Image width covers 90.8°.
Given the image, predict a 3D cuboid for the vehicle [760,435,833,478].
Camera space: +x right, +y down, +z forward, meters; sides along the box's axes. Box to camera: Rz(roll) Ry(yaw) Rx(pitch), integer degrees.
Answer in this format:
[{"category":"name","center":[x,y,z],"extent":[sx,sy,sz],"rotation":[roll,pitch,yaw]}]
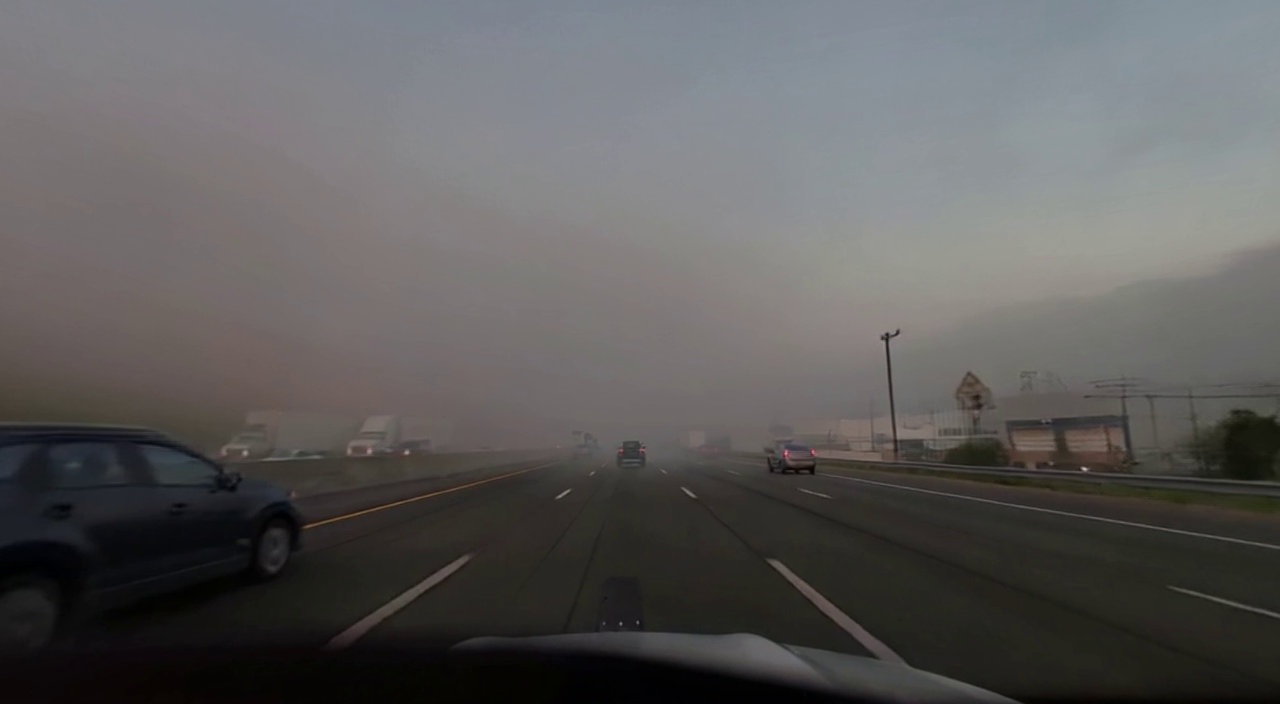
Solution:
[{"category":"vehicle","center":[6.559,4.427,26.926],"extent":[1.944,1.666,4.184],"rotation":[0,-9,-1]}]

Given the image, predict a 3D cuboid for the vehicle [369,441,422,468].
[{"category":"vehicle","center":[-13.894,5.810,36.024],"extent":[1.599,1.438,3.419],"rotation":[0,-9,0]}]

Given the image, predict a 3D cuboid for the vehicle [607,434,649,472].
[{"category":"vehicle","center":[-0.563,5.140,32.366],"extent":[2.002,1.759,4.658],"rotation":[0,-9,0]}]

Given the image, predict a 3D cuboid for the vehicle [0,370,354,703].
[{"category":"vehicle","center":[-4.211,1.134,4.561],"extent":[2.126,1.631,4.643],"rotation":[0,-9,0]}]
